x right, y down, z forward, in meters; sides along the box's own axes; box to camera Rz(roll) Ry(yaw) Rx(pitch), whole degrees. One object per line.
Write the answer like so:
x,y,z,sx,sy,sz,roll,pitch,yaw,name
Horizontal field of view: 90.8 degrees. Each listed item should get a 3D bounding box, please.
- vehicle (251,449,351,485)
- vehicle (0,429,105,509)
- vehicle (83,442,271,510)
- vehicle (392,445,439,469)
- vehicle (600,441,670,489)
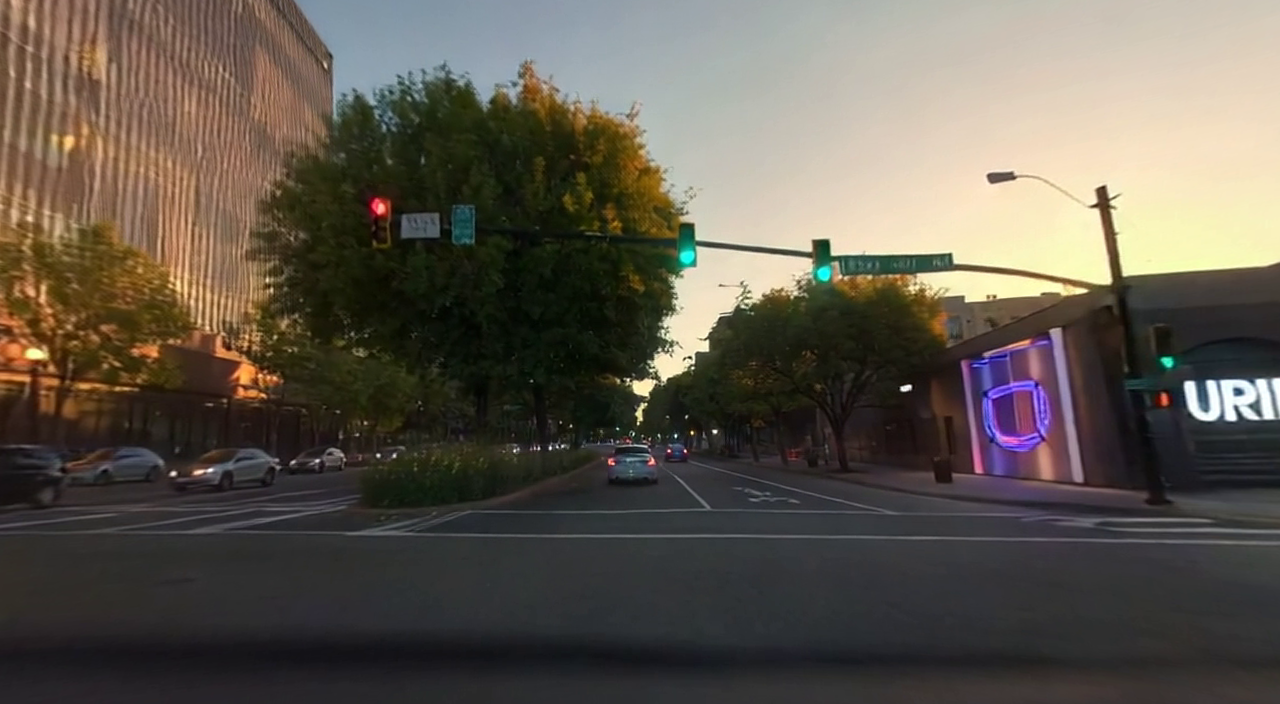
-16.215,5.506,30.618,2.017,1.315,5.374,-5,-8,-1,vehicle
-15.663,2.774,14.800,2.119,1.815,4.795,-3,-8,-1,vehicle
-12.315,3.271,17.245,2.000,1.507,4.286,-2,-8,-2,vehicle
-17.186,8.019,48.617,2.055,1.577,4.710,-4,-8,-2,vehicle
-0.181,3.828,21.824,2.144,1.398,3.963,2,-8,-1,vehicle
